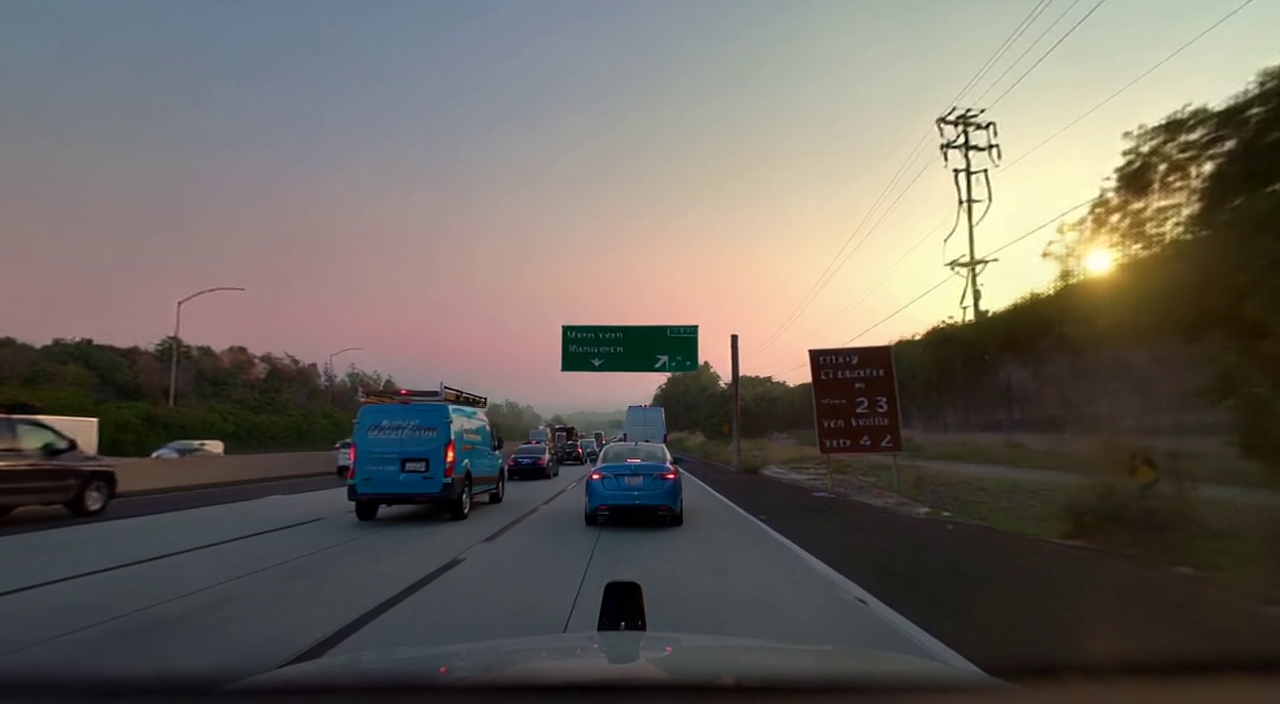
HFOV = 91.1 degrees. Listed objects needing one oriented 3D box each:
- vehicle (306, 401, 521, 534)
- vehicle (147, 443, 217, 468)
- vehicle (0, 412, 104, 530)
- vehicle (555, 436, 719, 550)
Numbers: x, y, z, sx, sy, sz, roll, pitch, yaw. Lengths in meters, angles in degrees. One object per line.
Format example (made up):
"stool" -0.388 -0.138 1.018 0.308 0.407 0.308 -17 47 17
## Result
"vehicle" -3.797 2.050 11.639 2.142 1.952 4.556 0 -8 2
"vehicle" -28.741 6.493 39.494 1.630 1.437 3.588 -2 -8 1
"vehicle" -11.245 1.806 9.363 2.040 1.872 4.969 0 -8 0
"vehicle" -0.035 2.074 9.965 2.054 1.421 4.090 0 -8 0
